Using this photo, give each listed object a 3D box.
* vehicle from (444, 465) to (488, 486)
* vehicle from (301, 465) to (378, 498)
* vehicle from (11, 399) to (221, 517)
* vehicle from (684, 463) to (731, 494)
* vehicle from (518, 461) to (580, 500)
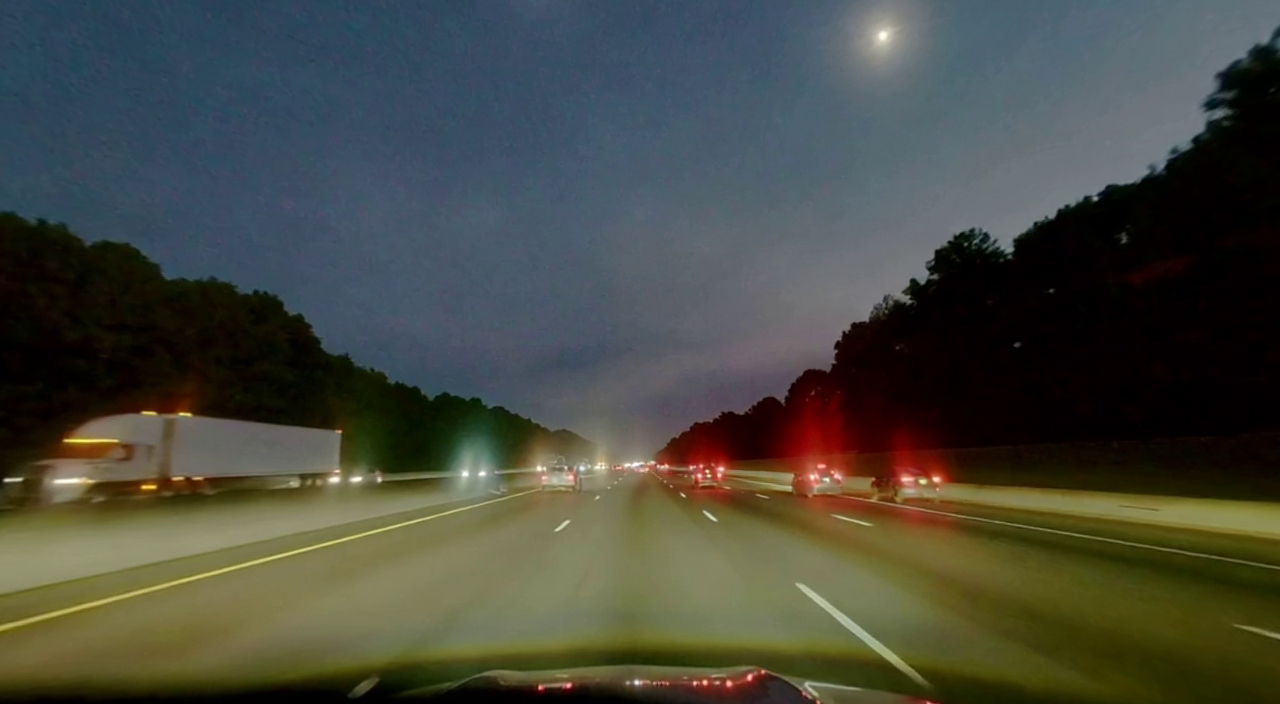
[{"bbox_3d":[-12.713,9.040,46.307,1.913,1.457,4.579,1,-11,0],"label":"vehicle"},{"bbox_3d":[-16.107,6.958,34.057,1.877,1.593,4.590,1,-11,0],"label":"vehicle"},{"bbox_3d":[-20.082,4.197,24.787,2.938,4.013,5.762,1,-11,-1],"label":"vehicle"},{"bbox_3d":[3.559,6.753,33.891,1.981,1.516,4.109,1,-10,-1],"label":"vehicle"},{"bbox_3d":[-3.741,5.378,26.603,2.000,1.484,3.995,1,-11,-1],"label":"vehicle"}]
